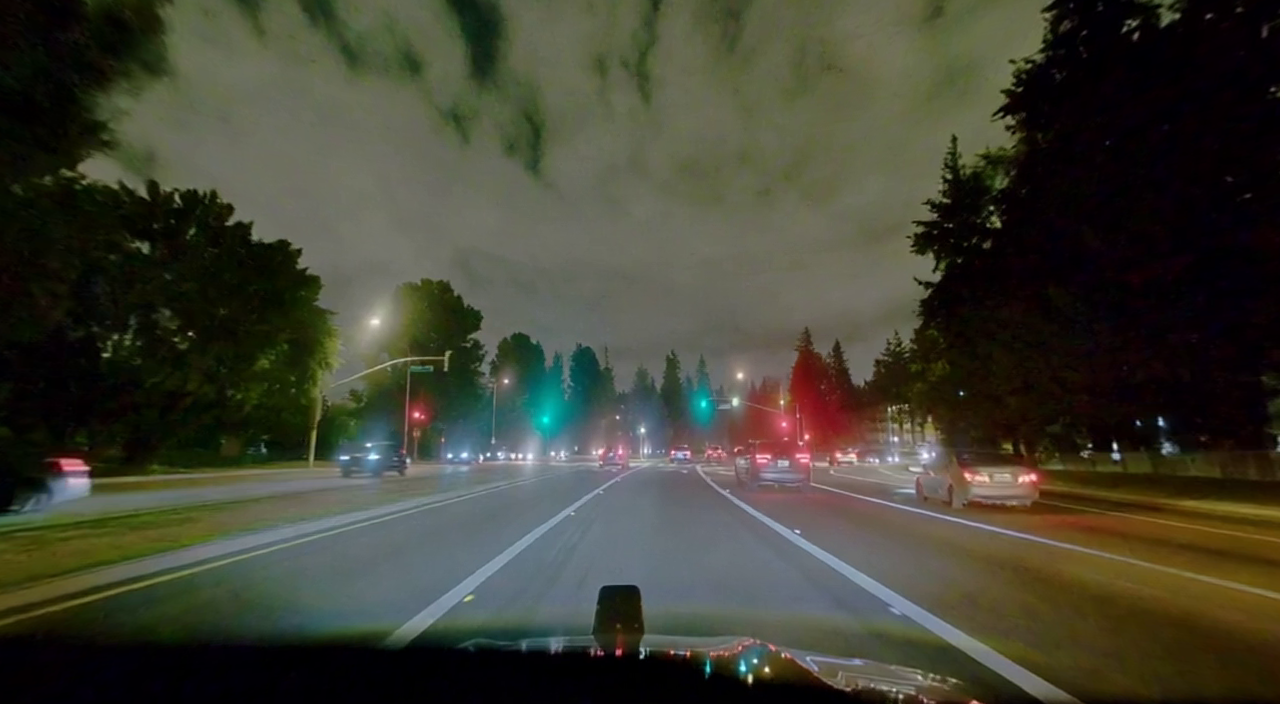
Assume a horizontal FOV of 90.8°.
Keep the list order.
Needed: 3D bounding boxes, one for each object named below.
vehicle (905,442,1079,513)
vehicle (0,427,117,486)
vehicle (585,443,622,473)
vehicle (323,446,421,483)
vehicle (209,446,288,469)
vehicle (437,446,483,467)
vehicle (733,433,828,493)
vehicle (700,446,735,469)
[{"bbox_3d":[8.328,2.972,15.480,1.949,1.492,4.103,0,-9,1],"label":"vehicle"},{"bbox_3d":[-19.627,3.295,20.062,1.994,1.685,4.602,0,-9,2],"label":"vehicle"},{"bbox_3d":[-2.333,6.998,41.939,2.258,1.812,4.650,0,-9,-1],"label":"vehicle"},{"bbox_3d":[-11.619,4.873,27.803,2.126,1.453,4.562,0,-9,3],"label":"vehicle"},{"bbox_3d":[-30.005,8.097,48.597,4.661,1.711,1.992,3,-8,-15],"label":"vehicle"},{"bbox_3d":[-13.789,8.004,48.587,1.907,1.493,4.433,-1,-9,5],"label":"vehicle"},{"bbox_3d":[4.653,3.764,21.760,2.209,1.813,4.724,0,-9,0],"label":"vehicle"},{"bbox_3d":[5.344,7.336,44.125,2.064,1.474,4.389,0,-9,2],"label":"vehicle"}]
